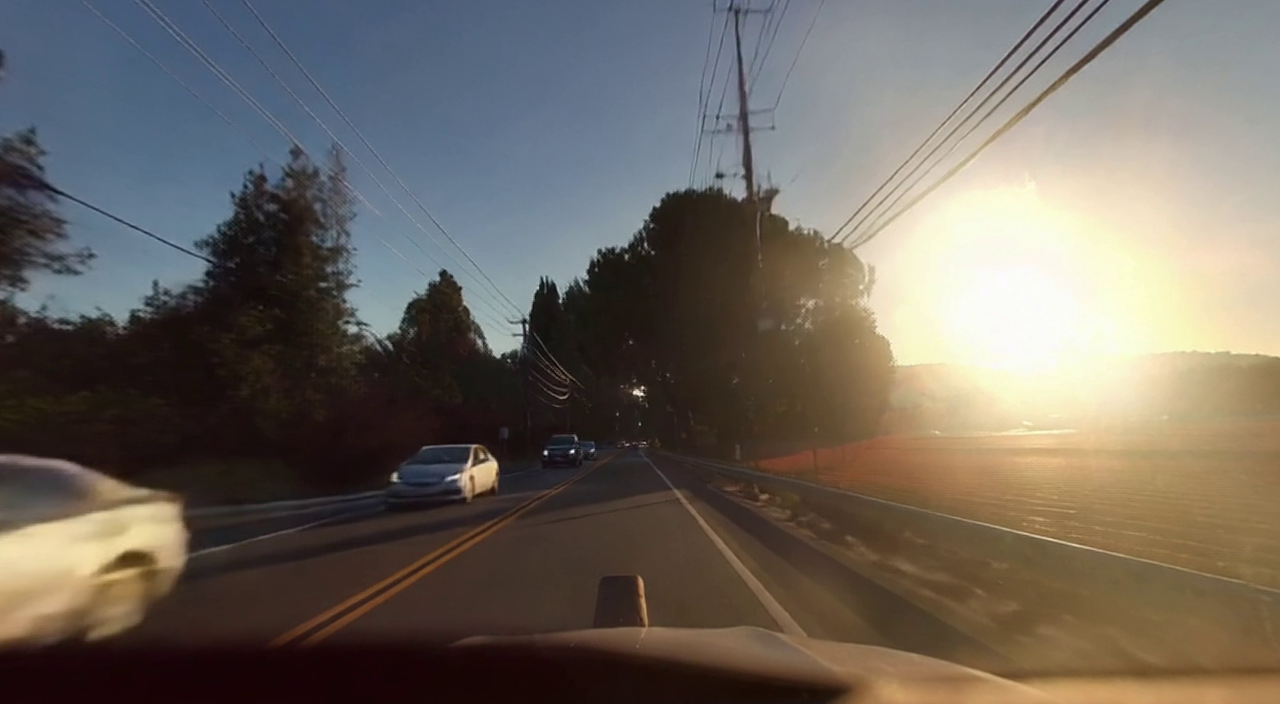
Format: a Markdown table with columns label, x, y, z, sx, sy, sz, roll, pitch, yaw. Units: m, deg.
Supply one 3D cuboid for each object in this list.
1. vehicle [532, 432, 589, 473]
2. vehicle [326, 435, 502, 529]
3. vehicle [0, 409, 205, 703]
| label | x | y | z | sx | sy | sz | roll | pitch | yaw |
| --- | --- | --- | --- | --- | --- | --- | --- | --- | --- |
| vehicle | -4.737 | 6.083 | 38.735 | 2.762 | 2.167 | 6.359 | -2 | -8 | -2 |
| vehicle | -4.701 | 2.731 | 14.106 | 2.224 | 1.612 | 4.927 | -2 | -8 | -1 |
| vehicle | -4.657 | 1.069 | 2.795 | 2.153 | 1.630 | 4.822 | -1 | -8 | -2 |
